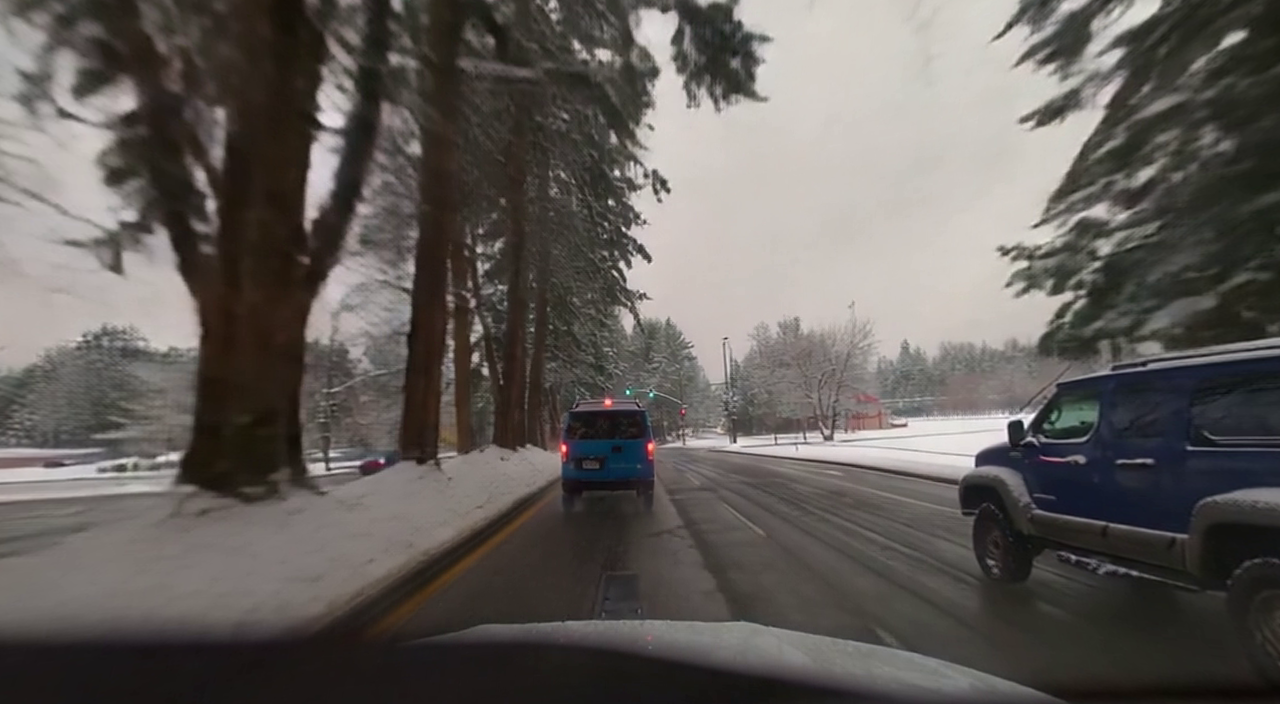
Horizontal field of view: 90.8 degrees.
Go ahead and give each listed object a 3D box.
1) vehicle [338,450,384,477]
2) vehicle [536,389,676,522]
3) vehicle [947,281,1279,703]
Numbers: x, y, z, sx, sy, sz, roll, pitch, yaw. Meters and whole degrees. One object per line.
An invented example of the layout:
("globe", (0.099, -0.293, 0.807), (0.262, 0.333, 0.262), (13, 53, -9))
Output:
("vehicle", (-16.921, 6.772, 38.524), (1.833, 1.504, 4.141), (2, -9, -14))
("vehicle", (-0.497, 1.925, 11.995), (2.145, 2.046, 4.309), (0, -9, 1))
("vehicle", (3.713, 0.762, 3.482), (1.988, 1.873, 3.968), (0, -9, 0))
